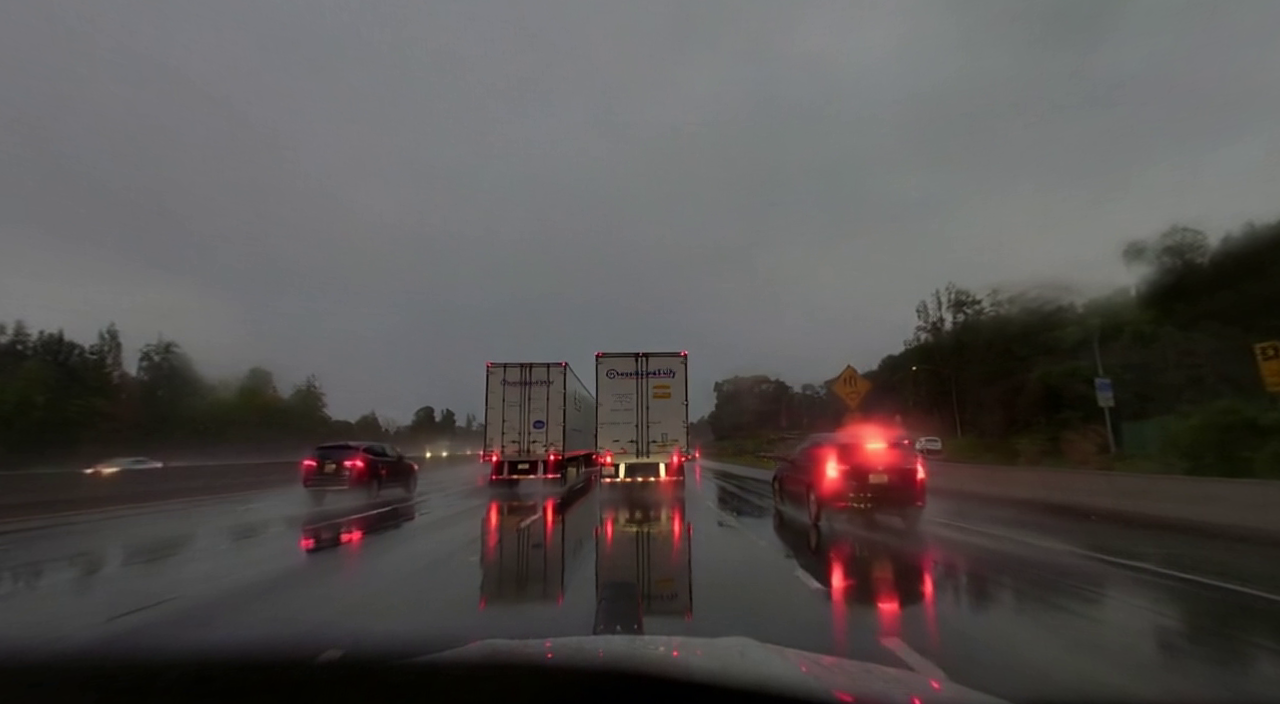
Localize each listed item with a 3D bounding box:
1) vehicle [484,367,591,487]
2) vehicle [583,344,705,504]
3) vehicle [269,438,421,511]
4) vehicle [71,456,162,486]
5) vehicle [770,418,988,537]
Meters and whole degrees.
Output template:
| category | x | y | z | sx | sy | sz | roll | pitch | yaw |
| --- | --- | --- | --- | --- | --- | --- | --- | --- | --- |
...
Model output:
| category | x | y | z | sx | sy | sz | roll | pitch | yaw |
| --- | --- | --- | --- | --- | --- | --- | --- | --- | --- |
| vehicle | -3.936 | 3.392 | 27.331 | 2.888 | 4.154 | 10.960 | 0 | -9 | -1 |
| vehicle | 0.039 | 2.436 | 20.135 | 2.910 | 3.828 | 9.805 | 0 | -9 | -1 |
| vehicle | -7.712 | 3.208 | 17.111 | 2.017 | 1.694 | 4.420 | 0 | -9 | -1 |
| vehicle | -28.055 | 6.352 | 33.986 | 1.708 | 1.448 | 3.699 | 0 | -9 | -1 |
| vehicle | 4.051 | 2.222 | 11.803 | 2.136 | 1.753 | 4.644 | 0 | -9 | -2 |
